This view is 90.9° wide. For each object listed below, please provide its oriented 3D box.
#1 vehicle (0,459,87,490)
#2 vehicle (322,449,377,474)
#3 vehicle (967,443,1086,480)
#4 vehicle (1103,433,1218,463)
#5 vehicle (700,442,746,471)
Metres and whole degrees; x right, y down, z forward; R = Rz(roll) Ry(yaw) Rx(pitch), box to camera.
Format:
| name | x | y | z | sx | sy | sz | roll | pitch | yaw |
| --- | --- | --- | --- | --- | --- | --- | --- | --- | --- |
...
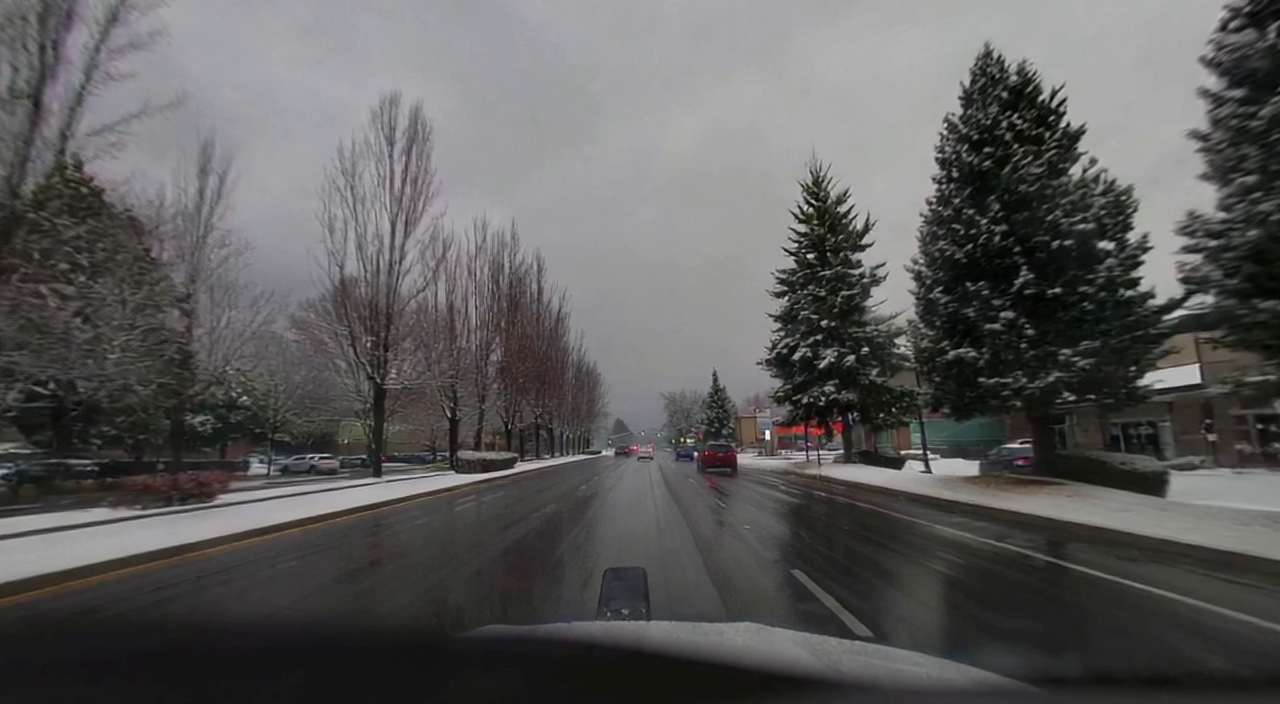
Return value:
| name | x | y | z | sx | sy | sz | roll | pitch | yaw |
| --- | --- | --- | --- | --- | --- | --- | --- | --- | --- |
| vehicle | -38.921 | 7.868 | 40.854 | 1.836 | 1.713 | 4.667 | 0 | -8 | 1 |
| vehicle | -22.215 | 8.386 | 48.365 | 1.939 | 1.780 | 5.057 | 0 | -9 | -2 |
| vehicle | 17.058 | 4.827 | 27.973 | 3.907 | 1.540 | 2.017 | 0 | -8 | 3 |
| vehicle | 30.083 | 5.536 | 36.519 | 4.933 | 1.653 | 1.851 | 0 | -8 | 1 |
| vehicle | 4.513 | 5.742 | 34.907 | 1.916 | 1.459 | 4.335 | 0 | -8 | -1 |
